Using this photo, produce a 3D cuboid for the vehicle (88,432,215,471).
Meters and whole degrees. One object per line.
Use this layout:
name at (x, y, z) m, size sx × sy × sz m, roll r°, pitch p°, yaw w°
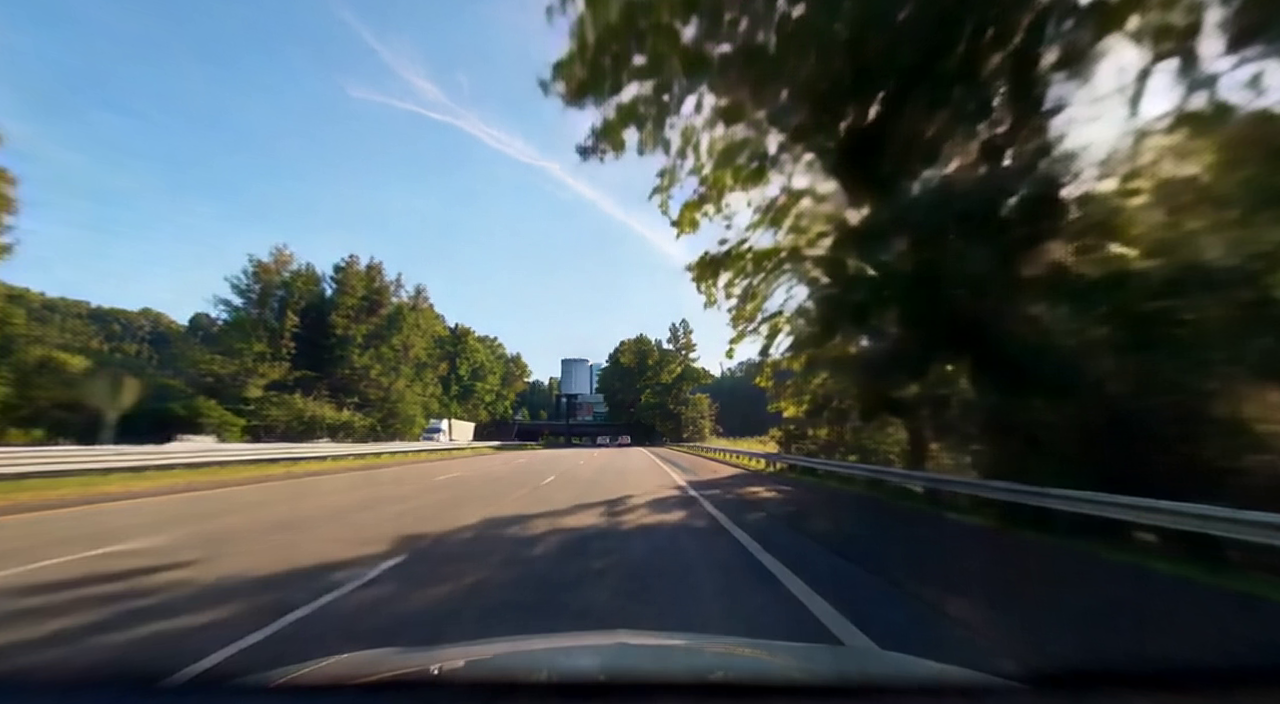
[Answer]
vehicle at (-20.153, 4.107, 26.282) m, size 1.870 × 1.467 × 4.286 m, roll 0°, pitch -8°, yaw -1°
